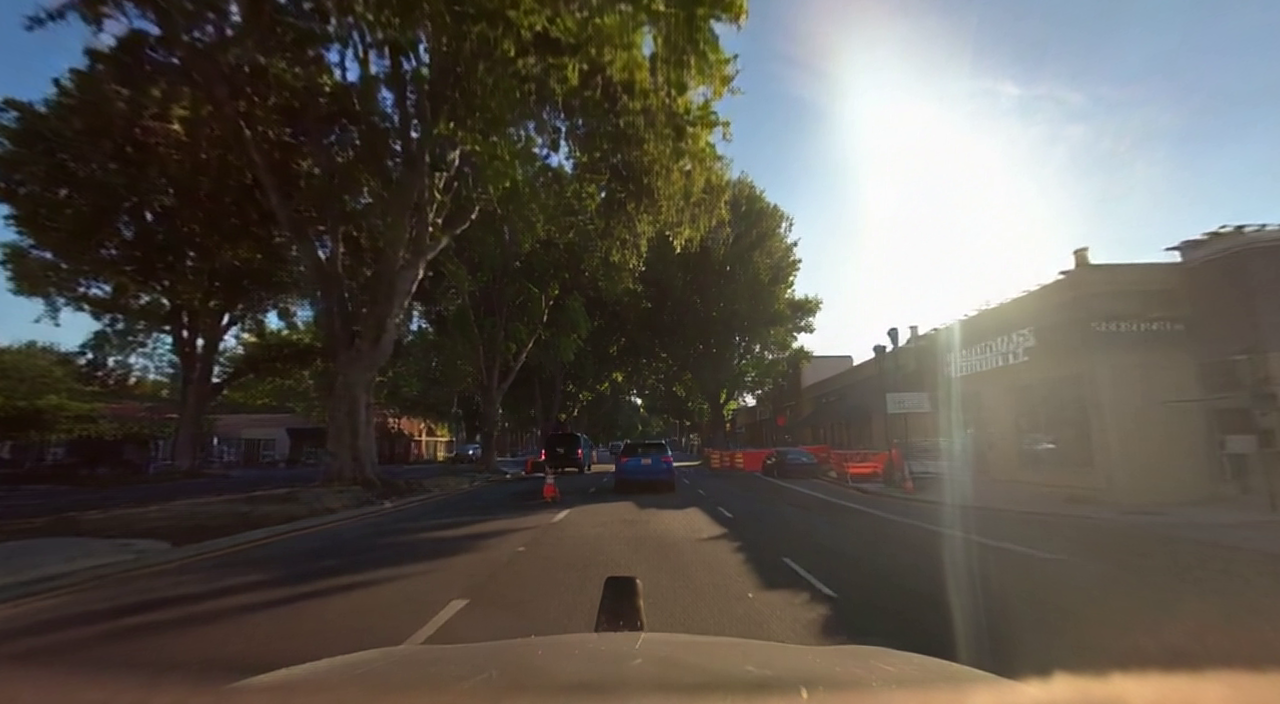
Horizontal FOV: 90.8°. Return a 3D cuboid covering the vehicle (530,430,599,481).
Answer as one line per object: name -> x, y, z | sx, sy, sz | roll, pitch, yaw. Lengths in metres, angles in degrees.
vehicle -> -3.256, 4.649, 28.599 | 2.357, 2.063, 5.488 | 0, -9, 1

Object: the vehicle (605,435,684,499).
vehicle -> 0.090, 3.485, 19.525 | 2.168, 1.725, 4.192 | 0, -9, -1

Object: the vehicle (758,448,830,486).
vehicle -> 6.842, 5.145, 28.536 | 2.076, 1.535, 4.460 | 1, -9, -1
